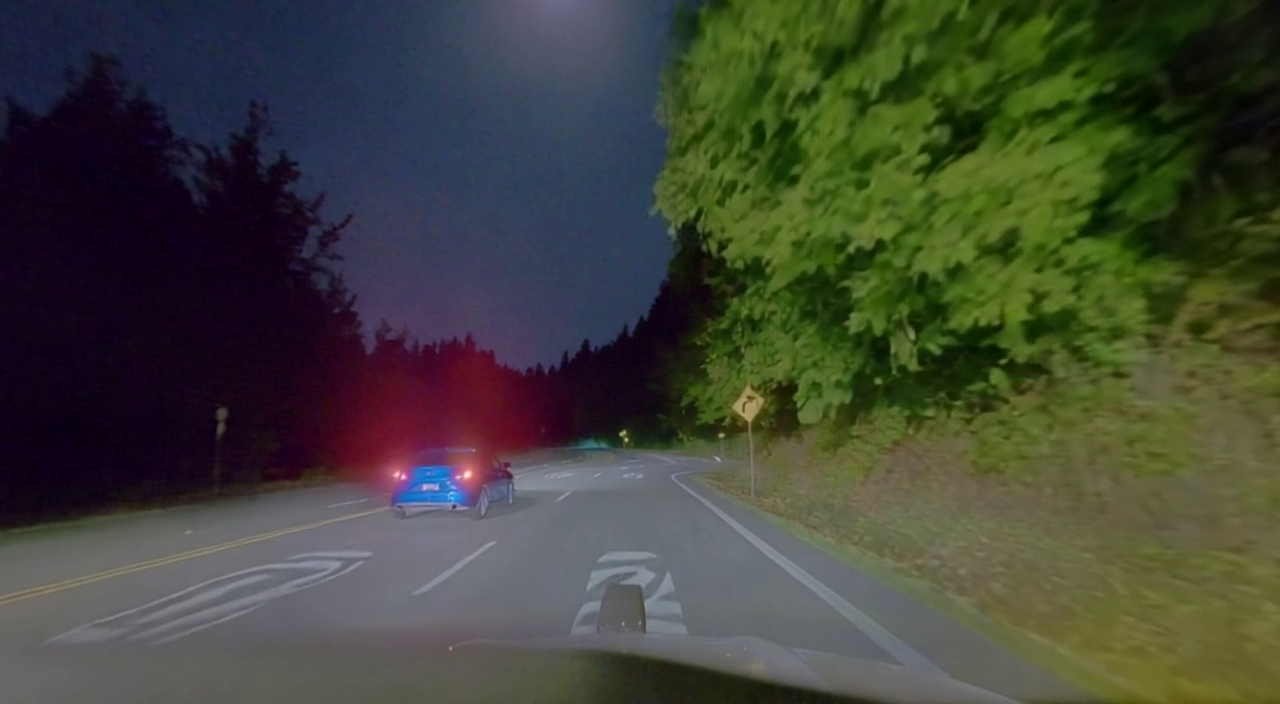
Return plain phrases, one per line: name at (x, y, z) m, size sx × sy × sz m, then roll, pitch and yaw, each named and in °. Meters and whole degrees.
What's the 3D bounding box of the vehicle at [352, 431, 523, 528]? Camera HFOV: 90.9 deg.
vehicle at (-3.786, 2.465, 12.647) m, size 2.078 × 1.607 × 3.959 m, roll 0°, pitch -9°, yaw 1°
